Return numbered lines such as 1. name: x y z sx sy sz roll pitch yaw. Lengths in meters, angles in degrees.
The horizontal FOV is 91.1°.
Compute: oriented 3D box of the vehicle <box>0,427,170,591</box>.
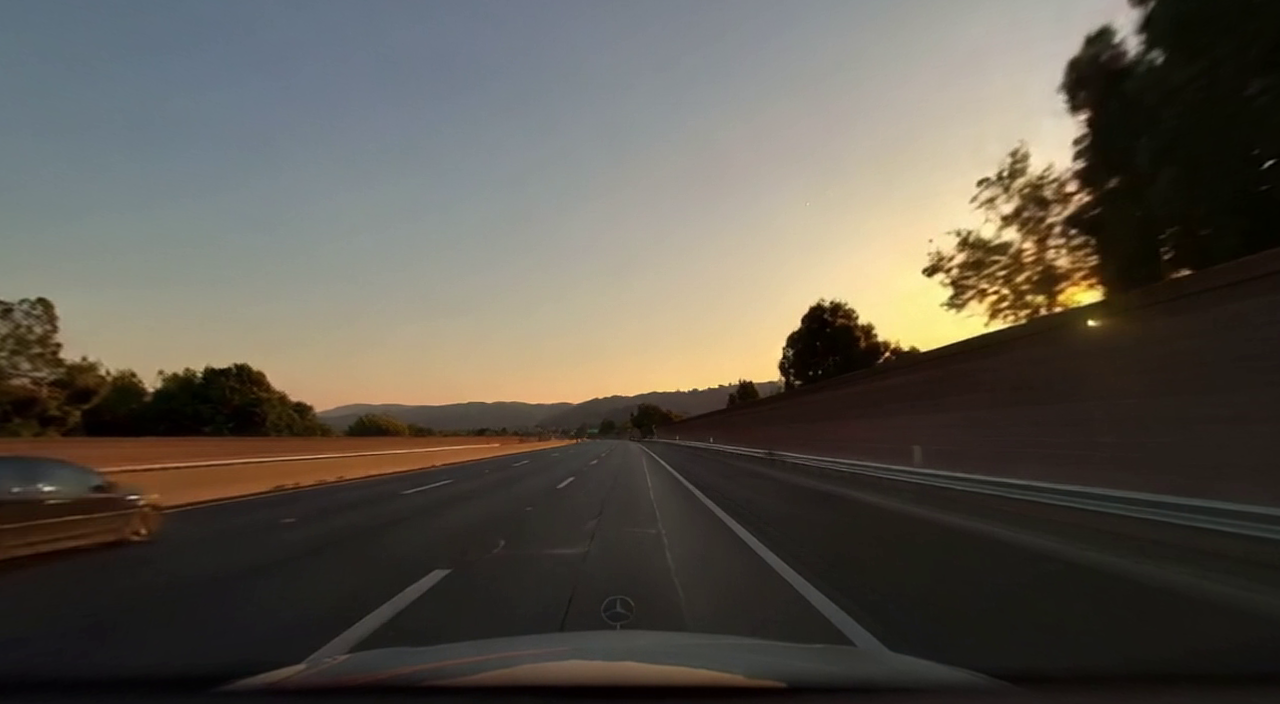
1. vehicle: -6.815 1.407 5.556 1.989 1.473 4.345 0 -8 -1
